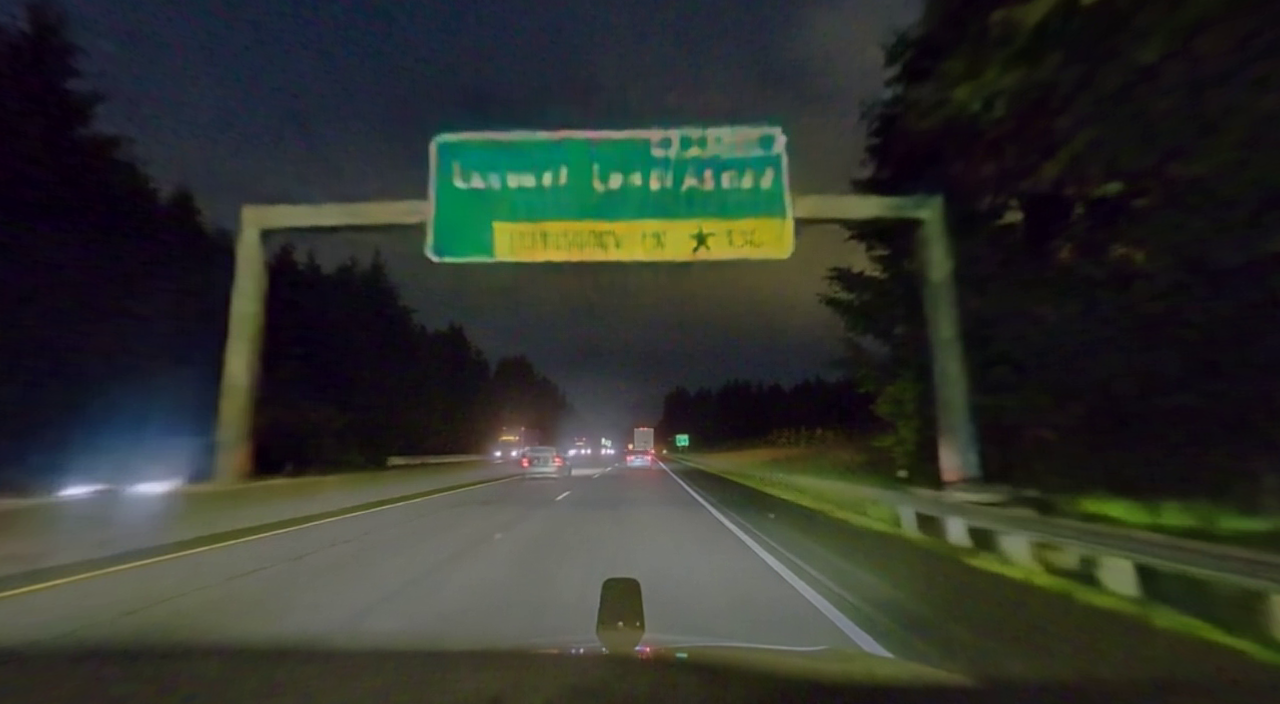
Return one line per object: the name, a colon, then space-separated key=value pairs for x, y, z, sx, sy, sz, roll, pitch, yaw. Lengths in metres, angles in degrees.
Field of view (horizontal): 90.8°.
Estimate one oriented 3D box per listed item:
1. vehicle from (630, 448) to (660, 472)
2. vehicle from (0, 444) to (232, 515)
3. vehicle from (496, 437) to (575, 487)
vehicle: x=0.309 y=6.966 z=40.866 sx=1.853 sy=1.436 sz=3.438 roll=0 pitch=-9 yaw=0
vehicle: x=-12.357 y=2.987 z=15.322 sx=1.888 sy=1.453 sz=4.428 roll=0 pitch=-9 yaw=1
vehicle: x=-3.867 y=4.189 z=24.276 sx=2.097 sy=1.722 sz=4.808 roll=0 pitch=-9 yaw=1
